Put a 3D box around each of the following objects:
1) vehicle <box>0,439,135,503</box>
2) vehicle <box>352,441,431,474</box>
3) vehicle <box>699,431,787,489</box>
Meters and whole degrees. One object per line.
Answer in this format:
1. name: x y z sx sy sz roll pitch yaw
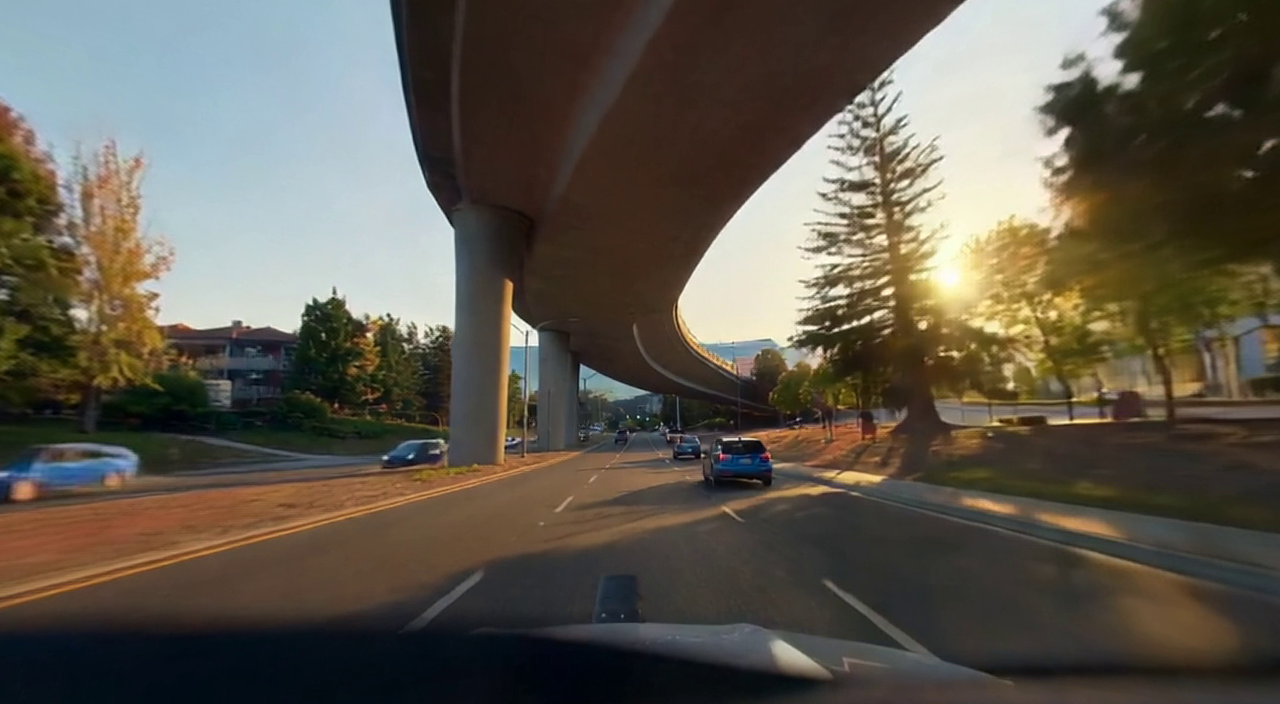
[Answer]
1. vehicle: -19.166 3.690 19.992 2.056 1.793 4.976 0 -9 0
2. vehicle: -12.145 5.182 31.189 1.961 1.512 4.747 0 -9 0
3. vehicle: 3.270 3.542 20.963 2.110 1.712 4.489 0 -9 0
